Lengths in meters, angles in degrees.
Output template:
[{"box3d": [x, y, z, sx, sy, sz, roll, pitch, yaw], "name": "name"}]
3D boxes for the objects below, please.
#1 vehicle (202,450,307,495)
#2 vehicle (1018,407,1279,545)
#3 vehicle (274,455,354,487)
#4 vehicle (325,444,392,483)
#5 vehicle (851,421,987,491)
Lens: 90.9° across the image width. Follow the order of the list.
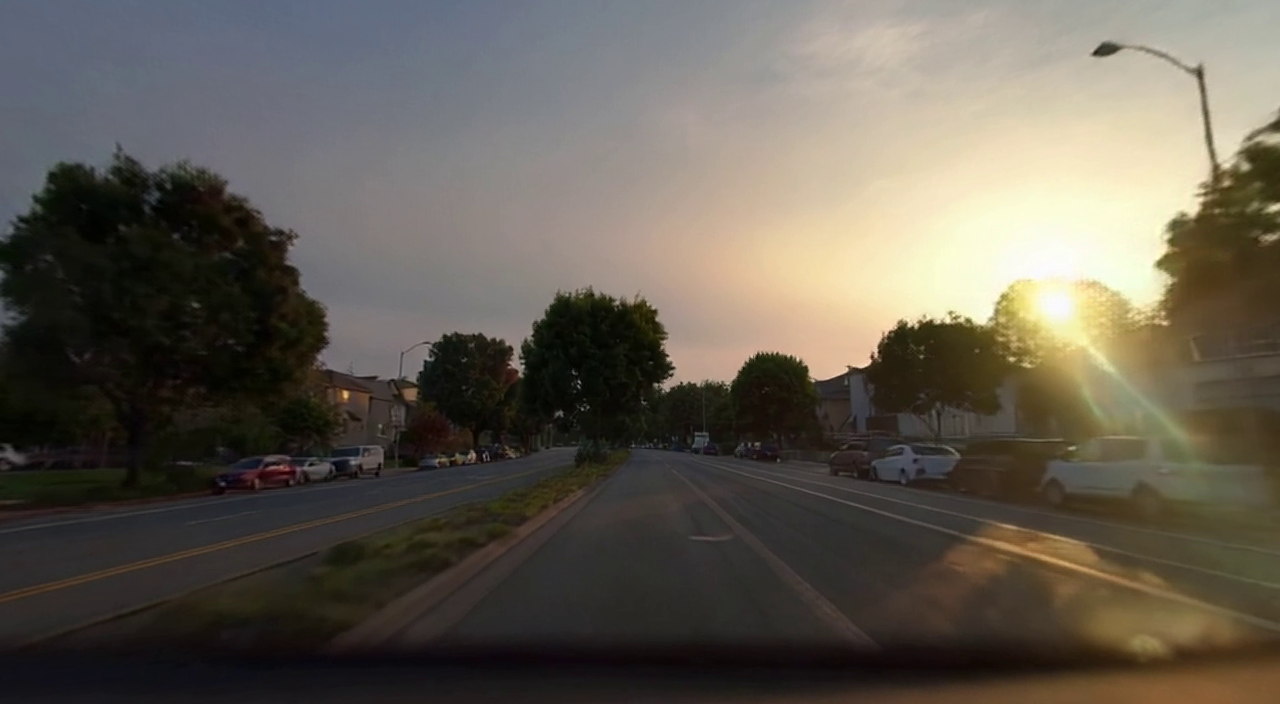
[{"box3d": [-16.970, 5.272, 28.062, 1.913, 1.744, 4.478, -1, -8, -2], "name": "vehicle"}, {"box3d": [9.649, 2.166, 11.663, 2.088, 1.973, 5.003, 0, -8, -1], "name": "vehicle"}, {"box3d": [-16.825, 6.147, 32.848, 1.740, 1.442, 4.678, -1, -8, -1], "name": "vehicle"}, {"box3d": [-16.847, 6.647, 37.968, 2.046, 1.945, 4.688, -1, -7, -2], "name": "vehicle"}, {"box3d": [9.704, 3.712, 22.643, 2.115, 2.151, 5.826, 1, -9, -1], "name": "vehicle"}]
